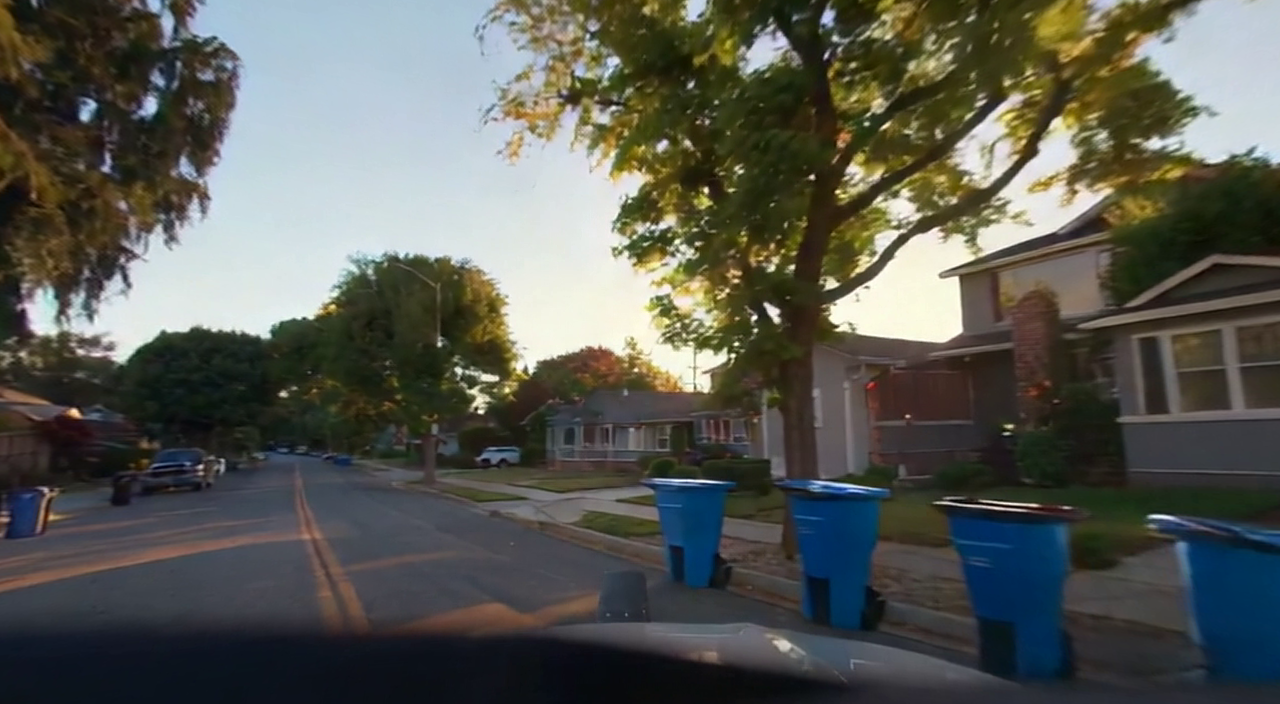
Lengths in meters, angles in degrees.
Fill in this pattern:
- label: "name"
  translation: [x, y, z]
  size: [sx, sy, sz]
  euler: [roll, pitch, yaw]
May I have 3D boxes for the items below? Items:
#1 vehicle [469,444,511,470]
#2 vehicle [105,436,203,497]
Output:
- label: "vehicle"
  translation: [-11.685, 8.103, 48.874]
  size: [1.936, 1.687, 4.714]
  euler: [1, -6, -28]
- label: "vehicle"
  translation: [-21.470, 5.005, 28.151]
  size: [2.223, 2.115, 5.707]
  euler: [11, -10, -27]
